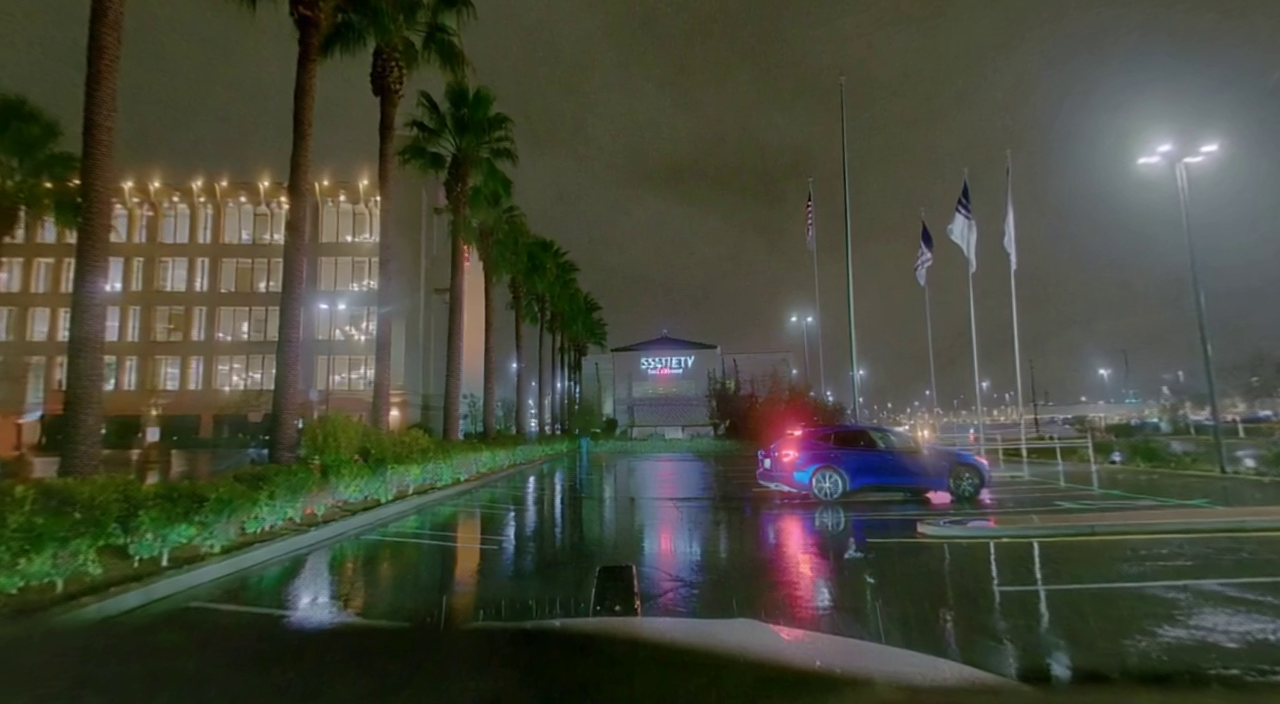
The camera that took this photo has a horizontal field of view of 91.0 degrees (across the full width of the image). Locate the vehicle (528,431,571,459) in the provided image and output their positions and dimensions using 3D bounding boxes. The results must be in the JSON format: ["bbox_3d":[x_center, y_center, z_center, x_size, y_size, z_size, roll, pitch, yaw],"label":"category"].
[{"bbox_3d":[-6.626,6.805,46.357,1.943,1.890,4.472,-3,-7,8],"label":"vehicle"}]

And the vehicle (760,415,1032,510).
[{"bbox_3d":[4.887,2.178,12.591,4.567,1.723,1.926,0,-8,0],"label":"vehicle"}]
